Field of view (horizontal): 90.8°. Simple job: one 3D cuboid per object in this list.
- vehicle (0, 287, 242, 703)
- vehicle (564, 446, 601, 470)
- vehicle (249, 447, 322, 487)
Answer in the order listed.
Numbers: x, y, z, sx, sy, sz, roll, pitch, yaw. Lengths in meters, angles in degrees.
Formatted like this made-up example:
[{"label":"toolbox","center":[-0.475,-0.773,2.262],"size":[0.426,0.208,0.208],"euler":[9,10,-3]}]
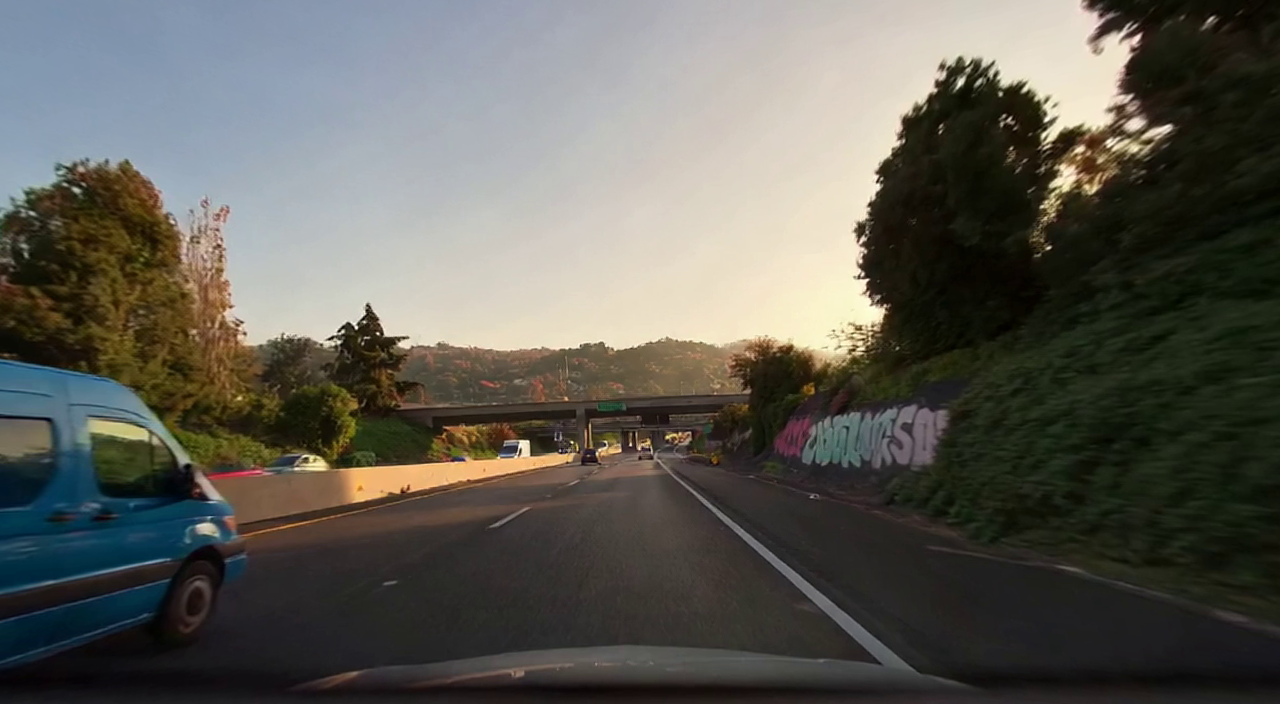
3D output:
[{"label":"vehicle","center":[-4.014,0.596,1.869],"size":[2.310,2.030,5.094],"euler":[0,-9,0]},{"label":"vehicle","center":[-3.694,6.864,40.972],"size":[1.994,1.471,3.962],"euler":[0,-9,0]},{"label":"vehicle","center":[-17.587,5.694,31.468],"size":[1.790,1.872,3.055],"euler":[0,-9,1]}]
